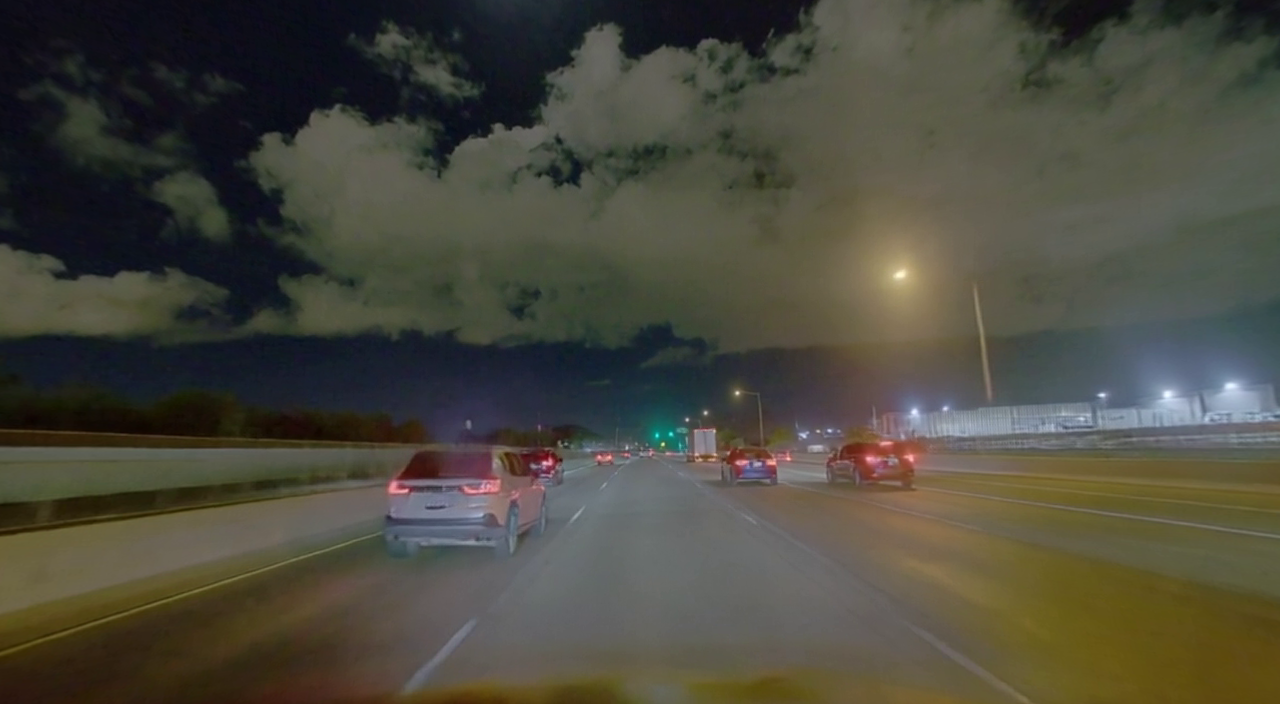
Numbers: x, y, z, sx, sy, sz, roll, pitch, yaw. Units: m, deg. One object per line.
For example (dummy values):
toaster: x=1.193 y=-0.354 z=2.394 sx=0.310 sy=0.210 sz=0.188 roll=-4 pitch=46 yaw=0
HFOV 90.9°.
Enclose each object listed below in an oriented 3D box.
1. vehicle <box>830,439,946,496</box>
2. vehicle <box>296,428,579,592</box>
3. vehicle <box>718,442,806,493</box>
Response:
vehicle: x=7.376 y=3.435 z=19.240 sx=1.860 sy=1.520 sz=3.961 roll=0 pitch=-8 yaw=-1
vehicle: x=-2.194 y=1.878 z=8.556 sx=2.067 sy=1.555 sz=4.851 roll=-1 pitch=-8 yaw=2
vehicle: x=3.876 y=3.731 z=20.822 sx=1.942 sy=1.453 sz=4.329 roll=0 pitch=-8 yaw=-1
